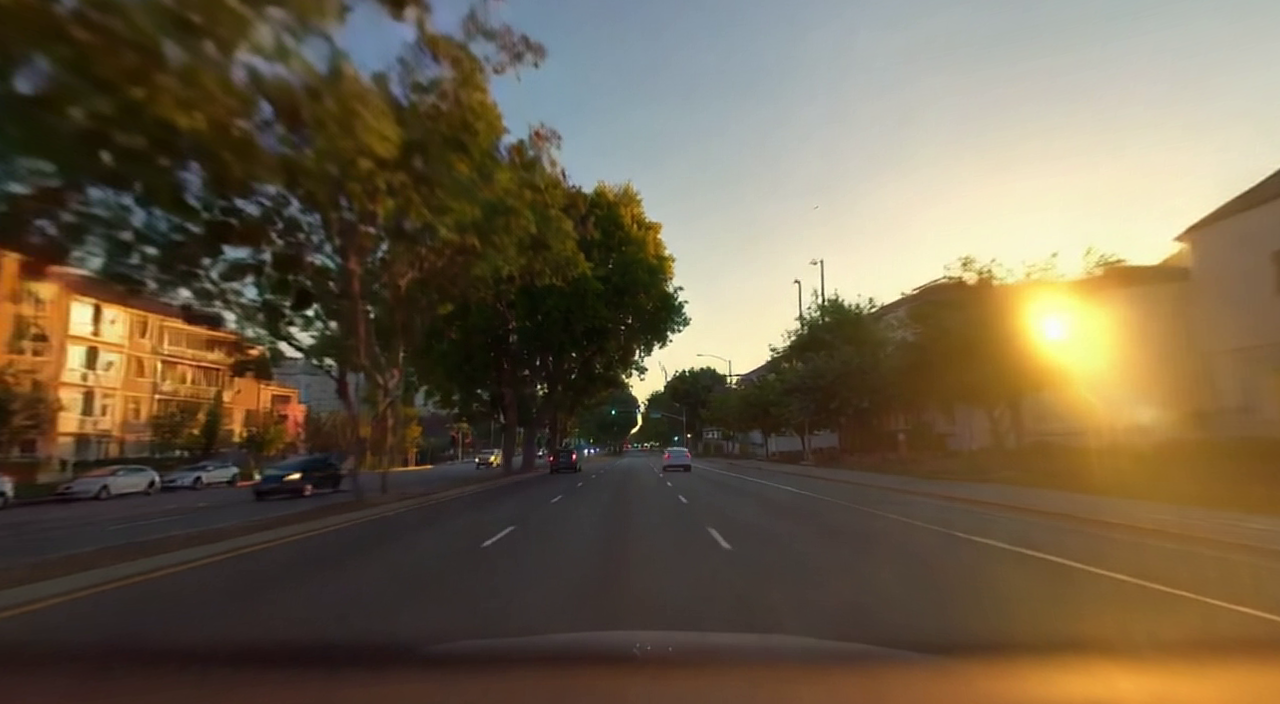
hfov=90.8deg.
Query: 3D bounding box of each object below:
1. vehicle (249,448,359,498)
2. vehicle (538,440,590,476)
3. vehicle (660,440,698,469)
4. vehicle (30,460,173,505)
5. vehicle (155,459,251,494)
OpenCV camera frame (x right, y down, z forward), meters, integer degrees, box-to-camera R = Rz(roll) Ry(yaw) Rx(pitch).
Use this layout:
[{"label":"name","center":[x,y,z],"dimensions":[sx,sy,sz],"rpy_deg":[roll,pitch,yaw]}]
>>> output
[{"label":"vehicle","center":[-11.681,4.182,22.248],"dimensions":[1.838,1.588,3.658],"rpy_deg":[0,-9,0]},{"label":"vehicle","center":[-3.786,5.373,32.250],"dimensions":[2.083,1.685,4.069],"rpy_deg":[-1,-9,1]},{"label":"vehicle","center":[2.417,6.507,40.313],"dimensions":[2.018,1.719,4.369],"rpy_deg":[0,-9,-1]},{"label":"vehicle","center":[-22.864,5.524,27.142],"dimensions":[1.938,1.613,4.830],"rpy_deg":[0,-9,-1]},{"label":"vehicle","center":[-22.800,6.468,33.208],"dimensions":[1.918,1.586,4.366],"rpy_deg":[0,-9,0]}]
